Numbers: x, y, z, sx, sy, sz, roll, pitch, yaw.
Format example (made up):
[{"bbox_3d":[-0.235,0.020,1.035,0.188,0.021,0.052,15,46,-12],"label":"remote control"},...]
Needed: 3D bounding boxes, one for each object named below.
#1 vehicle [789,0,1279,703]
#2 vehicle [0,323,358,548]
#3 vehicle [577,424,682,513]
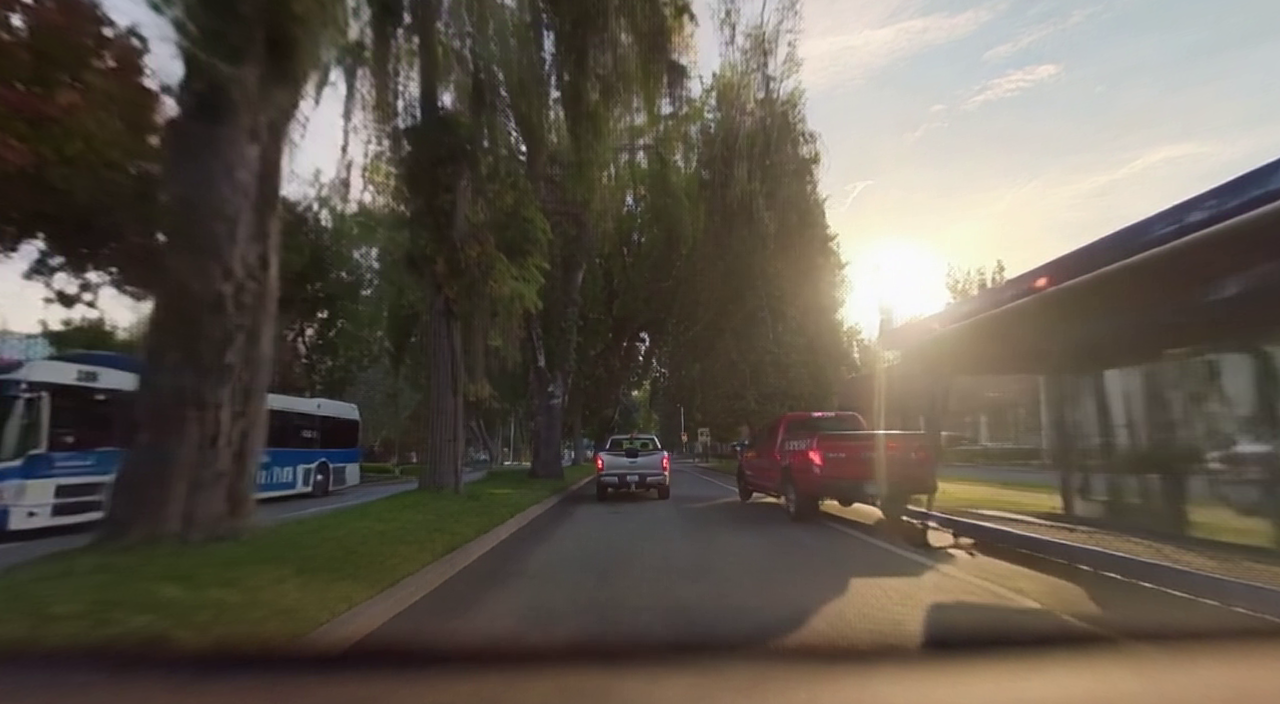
[{"bbox_3d":[3.824,0.028,3.355,3.088,3.057,10.503,0,-8,-2],"label":"vehicle"},{"bbox_3d":[-12.213,2.384,17.646,2.996,4.022,12.692,0,-8,-1],"label":"vehicle"},{"bbox_3d":[-0.184,2.838,15.998,2.157,1.816,5.804,0,-8,1],"label":"vehicle"}]
